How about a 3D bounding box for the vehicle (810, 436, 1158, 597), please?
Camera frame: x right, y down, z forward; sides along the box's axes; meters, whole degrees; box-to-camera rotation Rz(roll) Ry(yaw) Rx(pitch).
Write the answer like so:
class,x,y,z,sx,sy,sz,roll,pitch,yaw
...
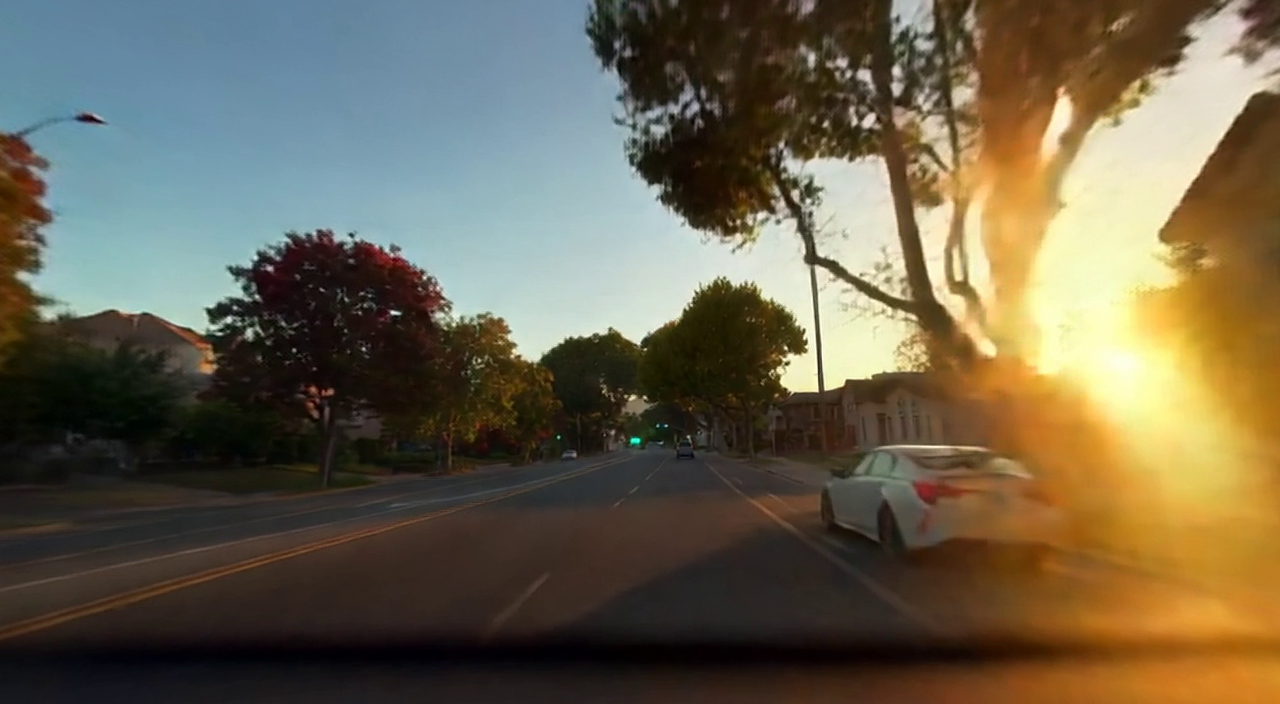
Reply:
class,x,y,z,sx,sy,sz,roll,pitch,yaw
vehicle,3.797,1.871,8.186,1.993,1.457,4.599,0,-9,1
